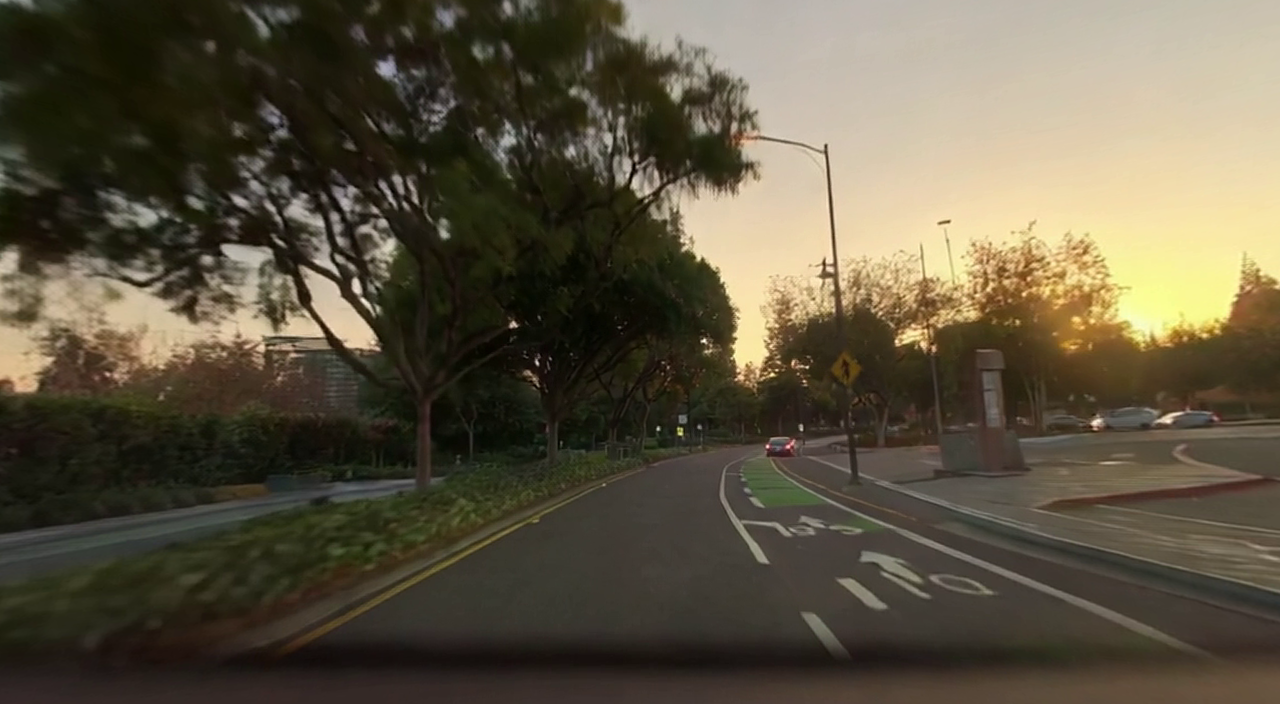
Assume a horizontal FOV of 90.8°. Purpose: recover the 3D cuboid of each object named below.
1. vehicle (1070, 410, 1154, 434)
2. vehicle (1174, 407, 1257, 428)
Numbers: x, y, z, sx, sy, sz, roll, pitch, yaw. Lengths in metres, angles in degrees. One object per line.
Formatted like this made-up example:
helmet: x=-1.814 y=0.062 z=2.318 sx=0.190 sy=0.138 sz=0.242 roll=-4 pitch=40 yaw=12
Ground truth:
vehicle: x=34.223 y=5.088 z=45.874 sx=4.615 sy=1.610 sz=2.040 roll=0 pitch=-8 yaw=-6
vehicle: x=41.850 y=4.776 z=45.976 sx=4.406 sy=1.461 sz=1.851 roll=0 pitch=-8 yaw=-5
